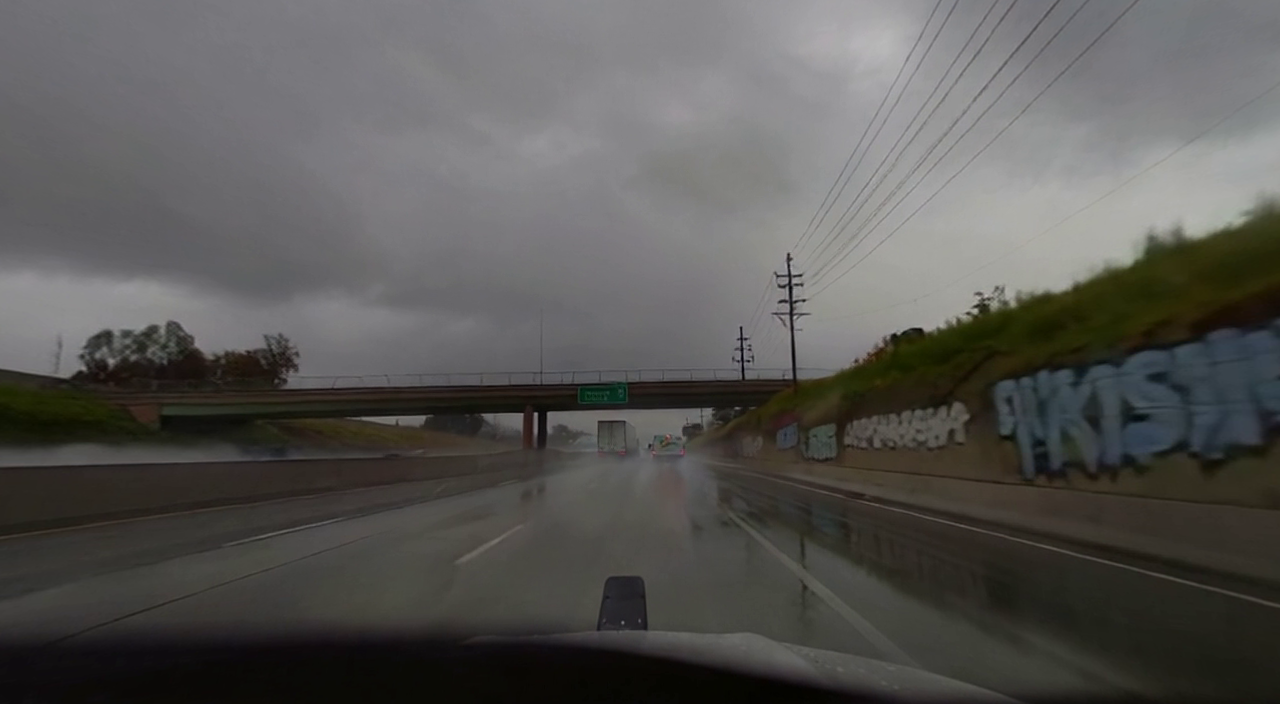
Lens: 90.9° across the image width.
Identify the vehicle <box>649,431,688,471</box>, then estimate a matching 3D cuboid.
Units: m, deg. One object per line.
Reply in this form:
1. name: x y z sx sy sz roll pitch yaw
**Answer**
1. vehicle: 1.935 7.083 45.084 2.462 2.627 5.799 0 -9 -1
